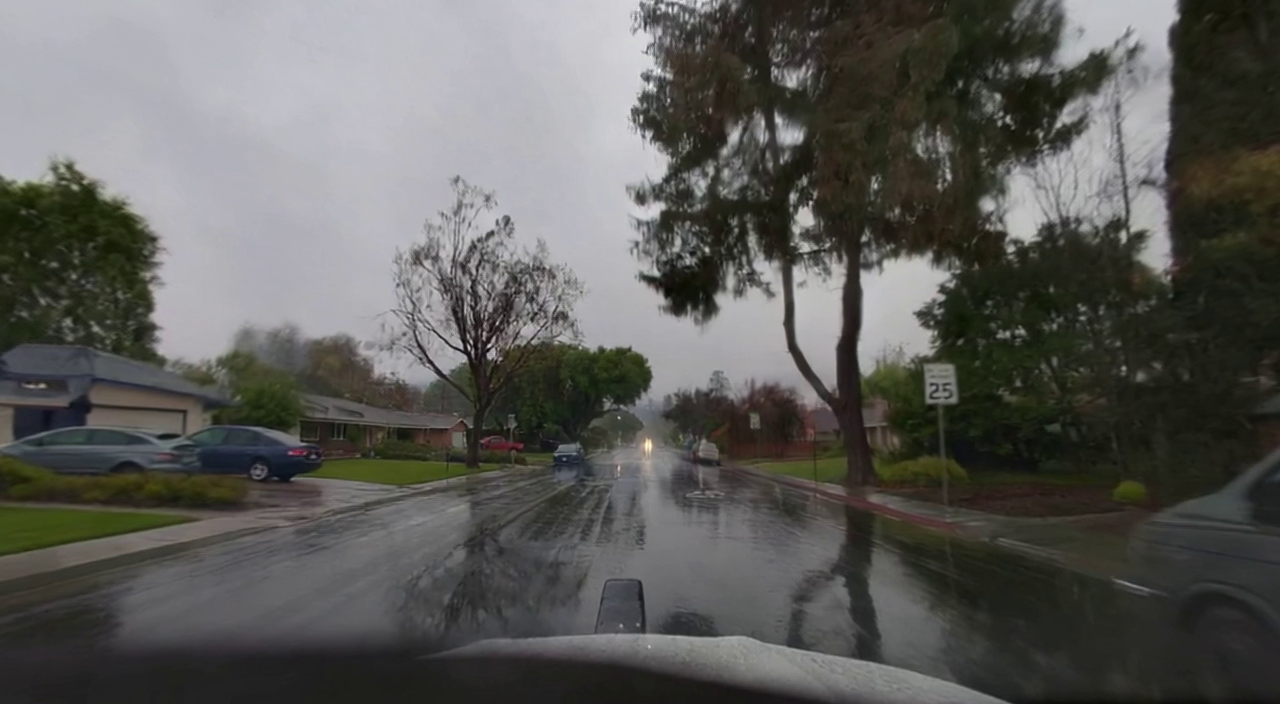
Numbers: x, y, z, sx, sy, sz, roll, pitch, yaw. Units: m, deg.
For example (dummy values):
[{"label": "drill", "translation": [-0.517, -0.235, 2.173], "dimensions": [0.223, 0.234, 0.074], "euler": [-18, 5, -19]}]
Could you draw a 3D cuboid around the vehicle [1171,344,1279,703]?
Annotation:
[{"label": "vehicle", "translation": [4.208, 0.552, 0.265], "dimensions": [2.413, 1.883, 5.992], "euler": [1, -8, -5]}]

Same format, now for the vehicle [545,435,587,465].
[{"label": "vehicle", "translation": [-5.264, 7.074, 45.535], "dimensions": [2.322, 1.949, 5.695], "euler": [-1, -9, 0]}]

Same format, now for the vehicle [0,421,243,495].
[{"label": "vehicle", "translation": [-12.360, 2.465, 14.814], "dimensions": [4.669, 1.606, 2.008], "euler": [0, -9, -1]}]

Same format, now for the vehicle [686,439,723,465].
[{"label": "vehicle", "translation": [4.490, 7.054, 44.598], "dimensions": [2.033, 1.730, 4.554], "euler": [0, -9, -1]}]
